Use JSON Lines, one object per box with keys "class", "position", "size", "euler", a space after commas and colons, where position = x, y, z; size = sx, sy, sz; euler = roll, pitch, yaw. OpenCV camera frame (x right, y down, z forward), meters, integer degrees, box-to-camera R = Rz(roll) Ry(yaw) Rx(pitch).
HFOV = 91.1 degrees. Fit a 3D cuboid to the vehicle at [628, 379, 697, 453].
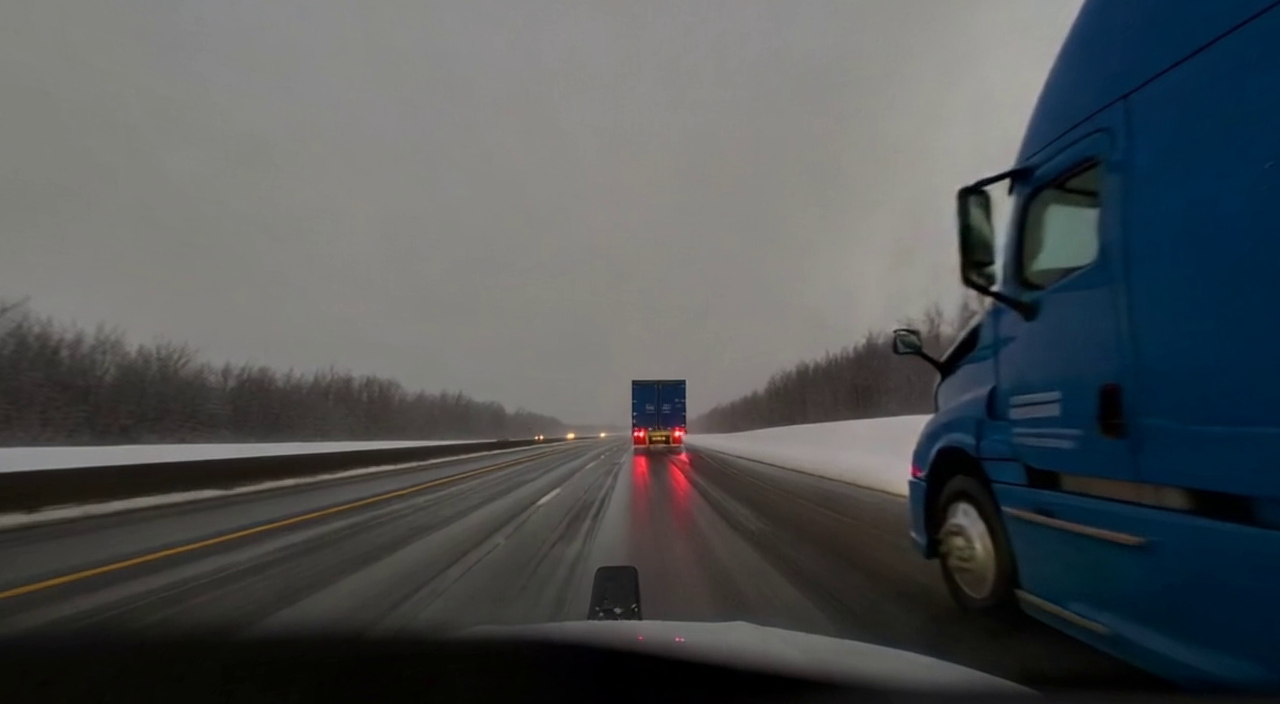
{"class": "vehicle", "position": [1.258, 4.034, 37.839], "size": [3.446, 3.698, 12.089], "euler": [0, -8, 1]}
